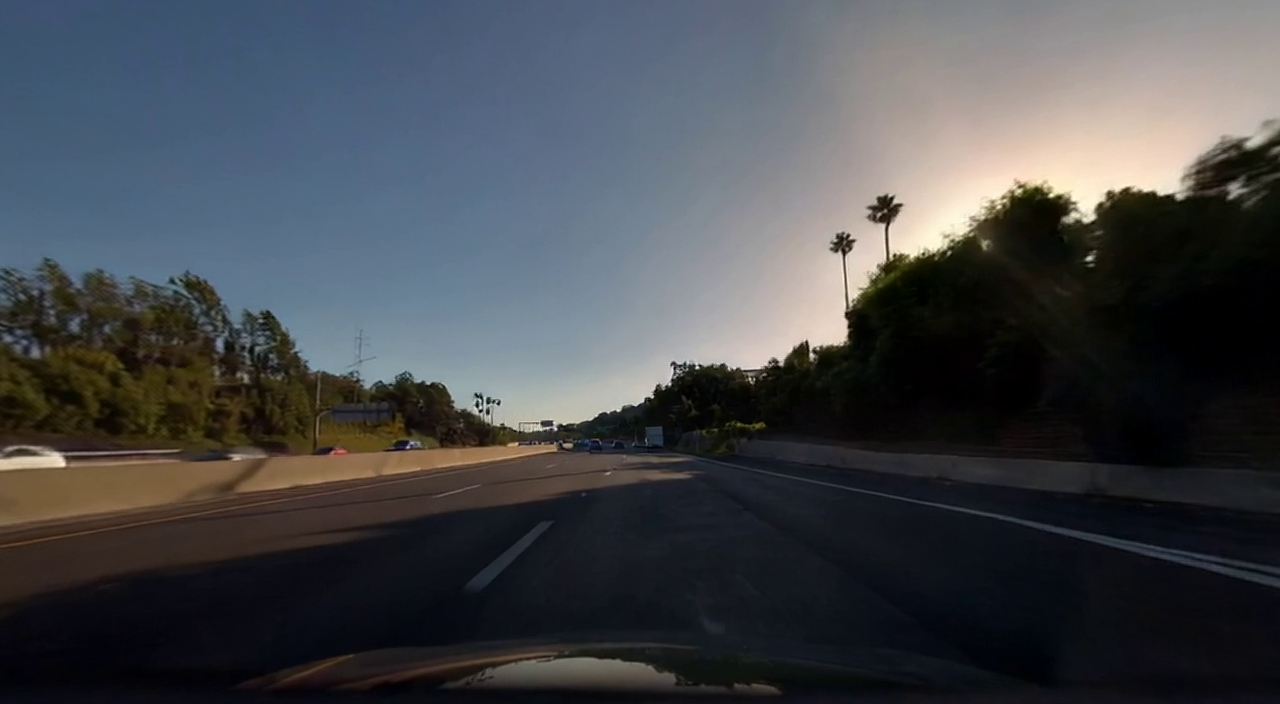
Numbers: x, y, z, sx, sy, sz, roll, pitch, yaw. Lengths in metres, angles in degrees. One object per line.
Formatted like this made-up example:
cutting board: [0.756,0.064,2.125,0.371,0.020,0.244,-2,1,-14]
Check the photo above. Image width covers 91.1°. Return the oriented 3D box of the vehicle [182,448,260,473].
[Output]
vehicle: [-26.949,6.972,40.566,1.841,1.472,4.562,0,-8,1]
